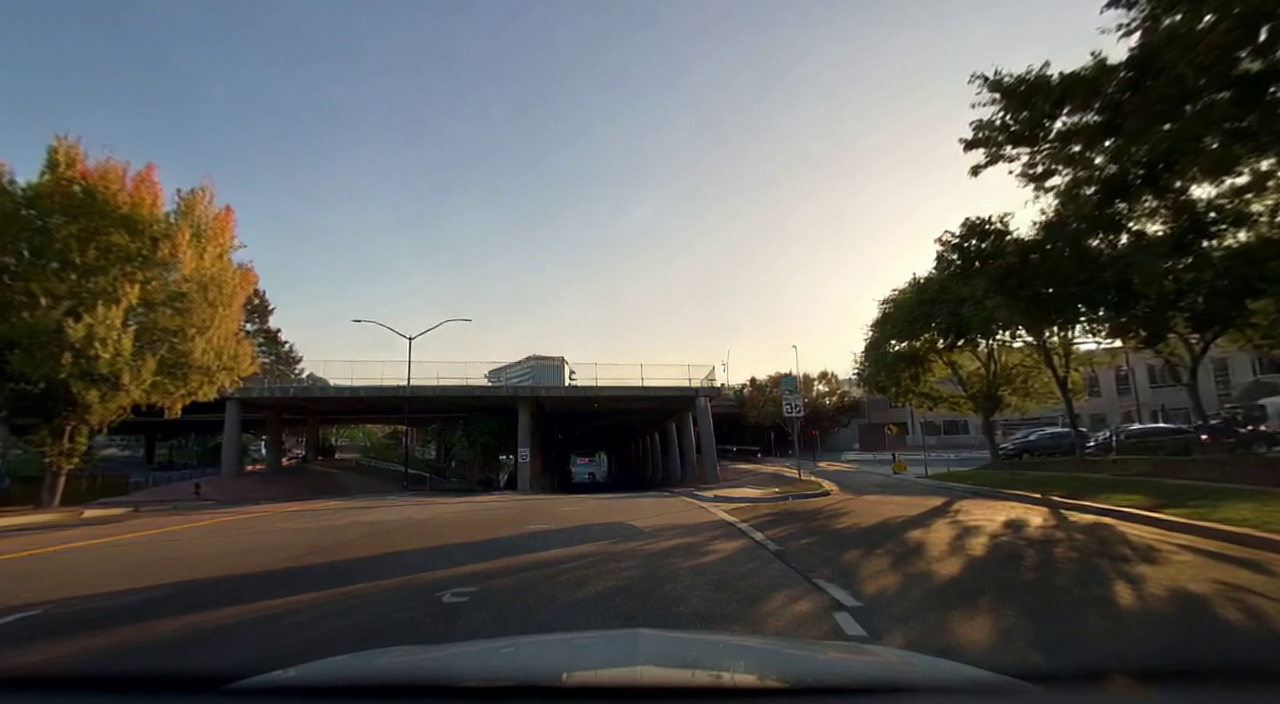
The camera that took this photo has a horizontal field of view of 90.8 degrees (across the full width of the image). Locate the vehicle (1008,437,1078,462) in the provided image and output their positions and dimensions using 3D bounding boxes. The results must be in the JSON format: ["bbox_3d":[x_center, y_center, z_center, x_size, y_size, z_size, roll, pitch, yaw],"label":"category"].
[{"bbox_3d":[27.263,6.580,42.883,1.901,1.525,3.948,0,-7,-4],"label":"vehicle"}]

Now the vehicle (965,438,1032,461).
[{"bbox_3d":[24.545,6.686,43.407,1.931,1.465,4.207,1,-9,-4],"label":"vehicle"}]
